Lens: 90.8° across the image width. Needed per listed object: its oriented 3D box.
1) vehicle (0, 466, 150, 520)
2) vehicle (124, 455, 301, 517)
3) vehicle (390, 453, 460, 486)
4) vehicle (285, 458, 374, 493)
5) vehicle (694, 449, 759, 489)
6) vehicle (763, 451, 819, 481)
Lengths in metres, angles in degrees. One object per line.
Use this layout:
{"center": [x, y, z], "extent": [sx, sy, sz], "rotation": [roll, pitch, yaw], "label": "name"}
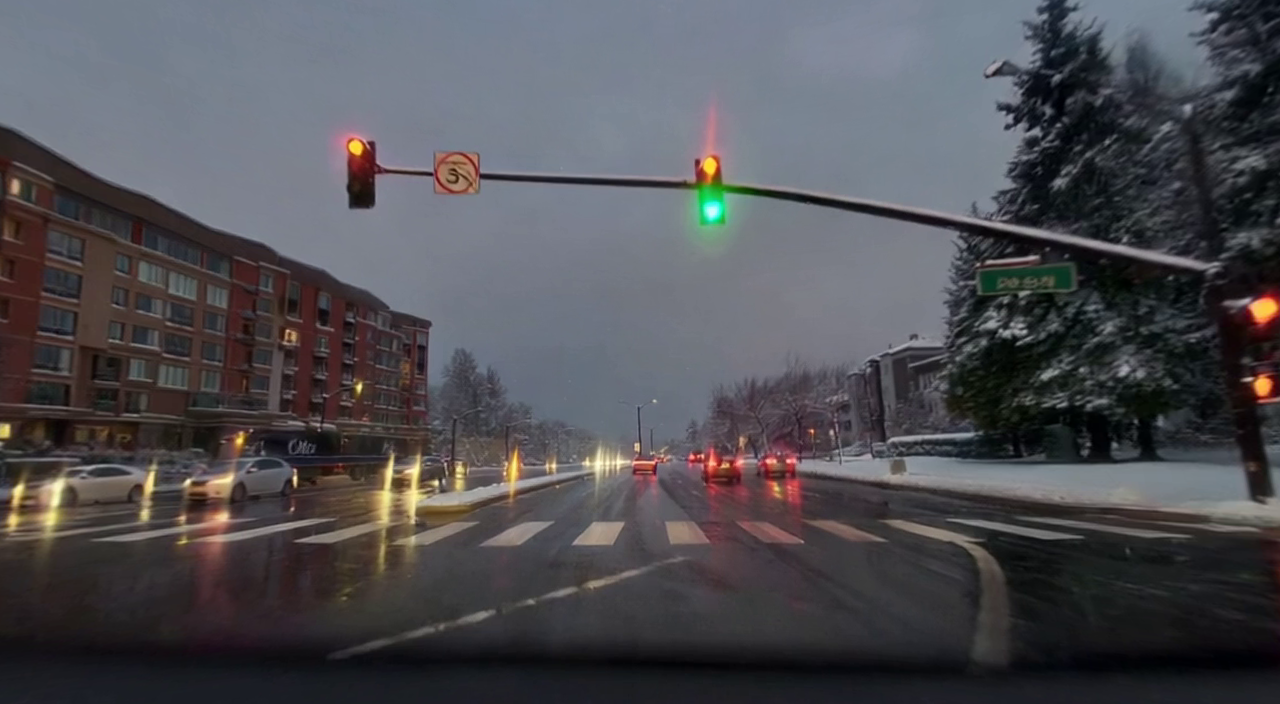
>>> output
{"center": [-18.802, 4.542, 20.788], "extent": [1.803, 1.436, 4.285], "rotation": [-1, -9, 2], "label": "vehicle"}
{"center": [-11.894, 3.717, 17.995], "extent": [2.026, 1.478, 4.086], "rotation": [-1, -9, 3], "label": "vehicle"}
{"center": [-11.237, 6.146, 33.345], "extent": [1.919, 1.602, 4.346], "rotation": [-1, -9, 3], "label": "vehicle"}
{"center": [-14.806, 5.895, 30.427], "extent": [1.918, 1.485, 4.412], "rotation": [-1, -9, 2], "label": "vehicle"}
{"center": [3.490, 4.807, 26.389], "extent": [2.020, 1.479, 4.650], "rotation": [0, -9, 0], "label": "vehicle"}
{"center": [7.844, 5.931, 33.168], "extent": [1.932, 1.439, 4.159], "rotation": [0, -9, 0], "label": "vehicle"}
